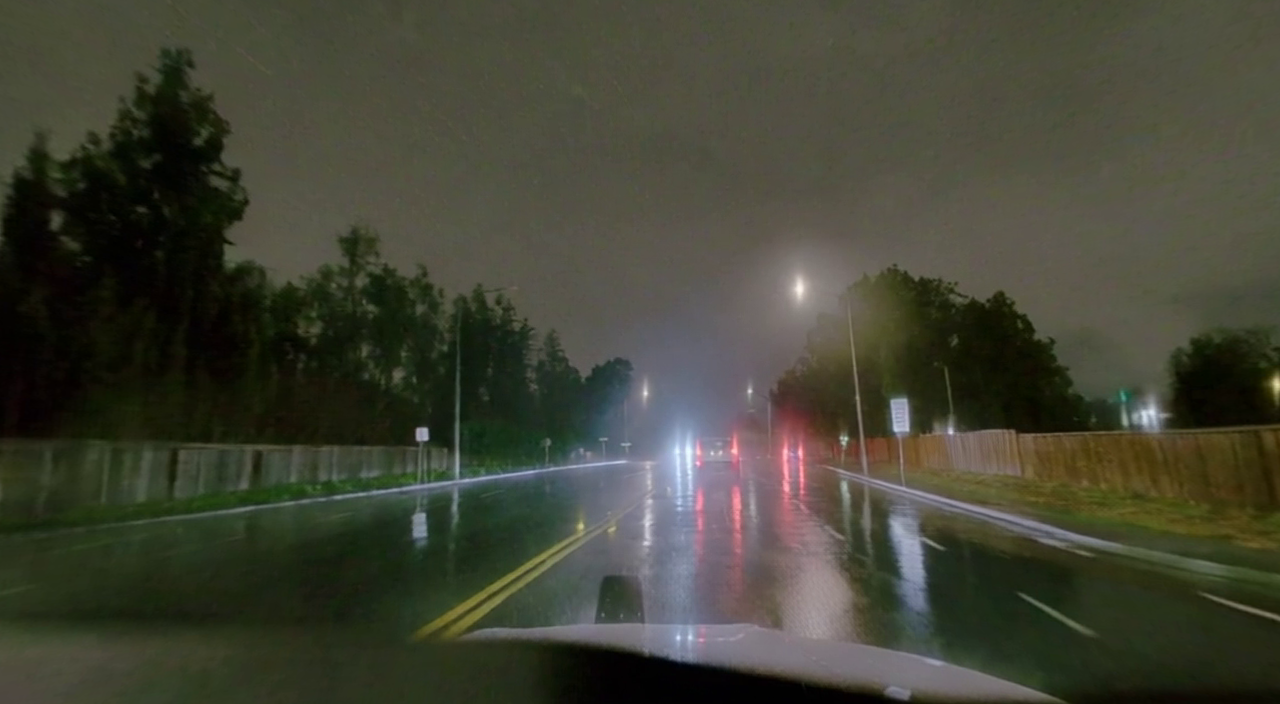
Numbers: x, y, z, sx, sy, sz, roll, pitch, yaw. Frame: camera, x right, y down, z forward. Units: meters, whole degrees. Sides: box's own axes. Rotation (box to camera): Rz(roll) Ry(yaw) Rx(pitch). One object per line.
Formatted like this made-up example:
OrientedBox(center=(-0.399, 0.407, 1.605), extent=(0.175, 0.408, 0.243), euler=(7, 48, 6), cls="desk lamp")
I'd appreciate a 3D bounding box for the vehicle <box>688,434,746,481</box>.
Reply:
OrientedBox(center=(3.305, 4.546, 27.424), extent=(2.230, 1.827, 4.580), euler=(-1, -9, 6), cls="vehicle")
